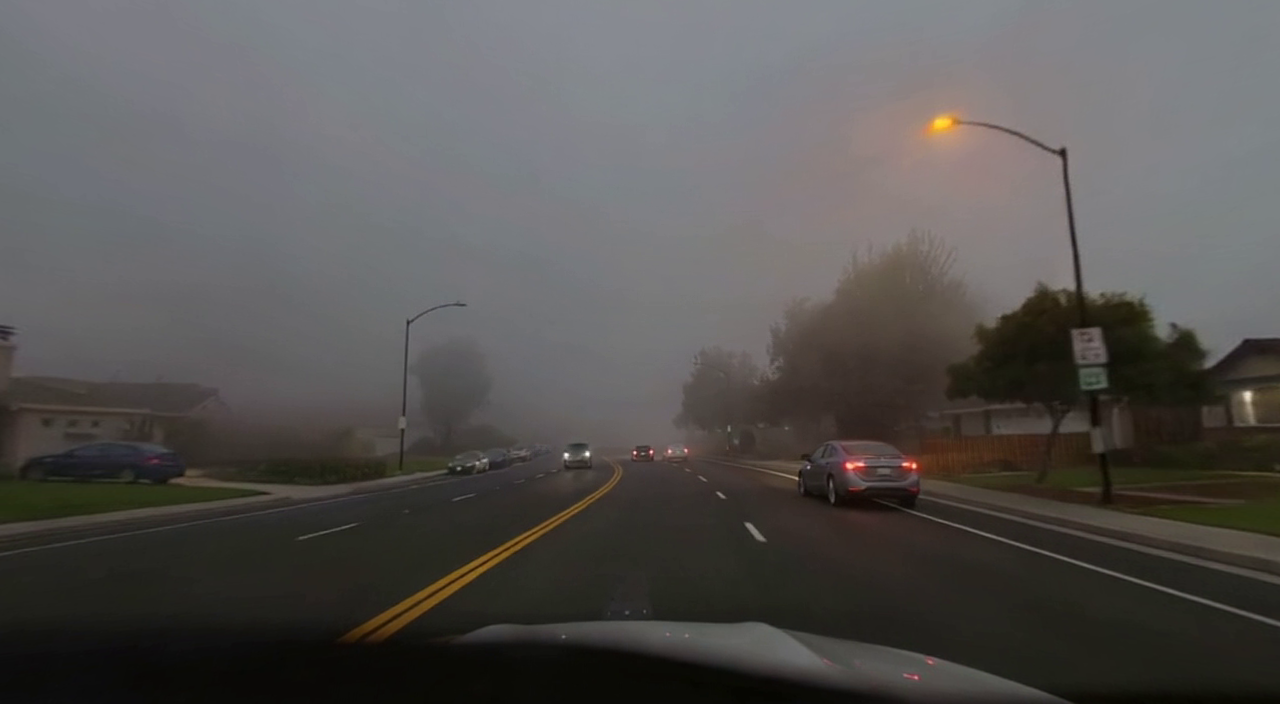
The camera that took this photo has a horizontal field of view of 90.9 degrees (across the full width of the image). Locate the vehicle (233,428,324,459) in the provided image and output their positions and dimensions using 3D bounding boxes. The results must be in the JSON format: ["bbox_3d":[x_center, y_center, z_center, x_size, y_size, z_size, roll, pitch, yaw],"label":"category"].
[{"bbox_3d":[-23.979,6.090,41.980,4.772,1.877,2.038,0,-8,-10],"label":"vehicle"}]

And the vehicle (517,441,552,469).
[{"bbox_3d":[-7.234,7.102,43.703,2.075,1.822,5.096,1,-8,-6],"label":"vehicle"}]

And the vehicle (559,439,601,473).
[{"bbox_3d":[-3.239,5.673,34.738,2.081,1.721,4.228,0,-8,-3],"label":"vehicle"}]

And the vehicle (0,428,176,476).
[{"bbox_3d":[-19.150,3.484,22.011,4.377,1.570,1.871,0,-8,0],"label":"vehicle"}]

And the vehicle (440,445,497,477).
[{"bbox_3d":[-9.841,6.263,36.556,2.038,1.690,4.825,0,-8,-2],"label":"vehicle"}]

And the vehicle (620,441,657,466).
[{"bbox_3d":[-0.147,7.146,44.639,2.106,1.667,4.367,1,-8,-7],"label":"vehicle"}]

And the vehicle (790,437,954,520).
[{"bbox_3d":[4.821,2.667,13.894,1.934,1.506,4.282,0,-8,-1],"label":"vehicle"}]
